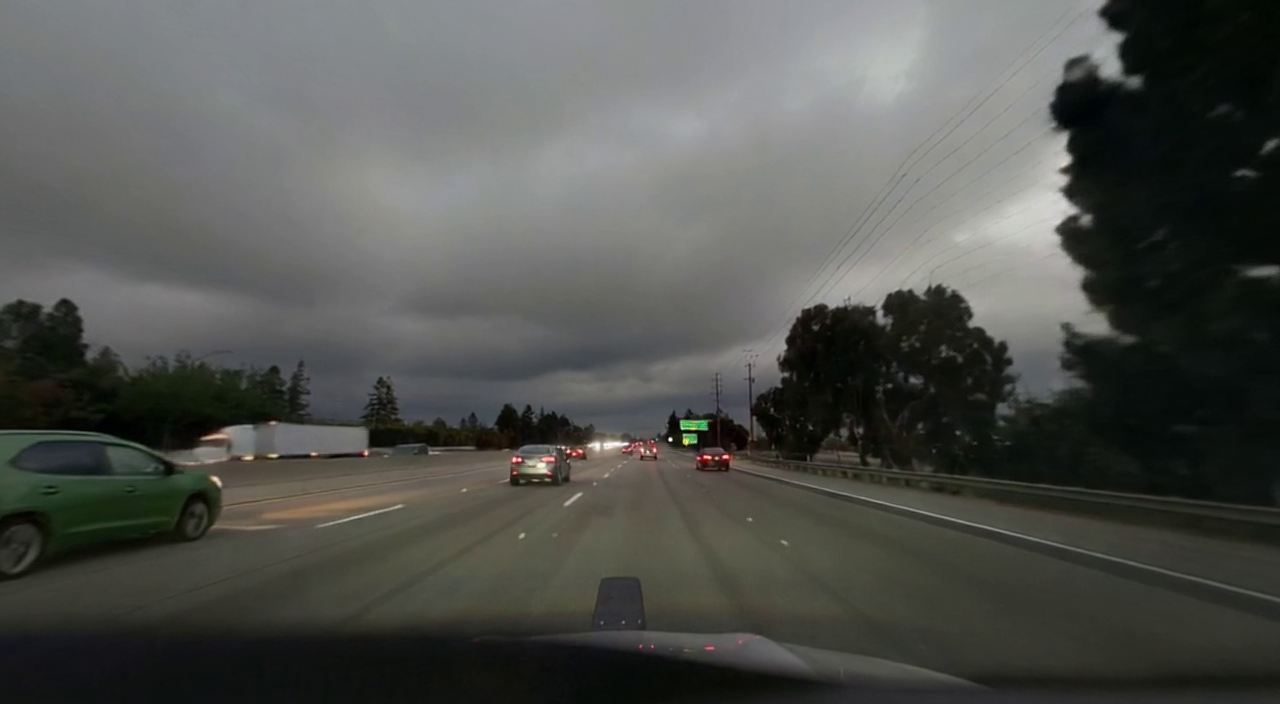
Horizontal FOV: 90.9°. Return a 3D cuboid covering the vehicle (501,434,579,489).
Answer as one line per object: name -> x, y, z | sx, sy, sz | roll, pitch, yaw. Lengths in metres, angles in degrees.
vehicle -> -3.340, 3.757, 21.906 | 1.961, 1.704, 4.052 | 0, -8, 1

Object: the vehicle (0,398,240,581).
vehicle -> -7.433, 1.538, 7.415 | 2.162, 1.805, 4.853 | 0, -8, 1

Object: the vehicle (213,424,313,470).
vehicle -> -28.878, 7.332, 48.768 | 2.936, 3.272, 7.365 | 0, -8, 1

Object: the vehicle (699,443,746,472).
vehicle -> 4.523, 5.858, 35.203 | 1.964, 1.479, 4.252 | 0, -8, -1
